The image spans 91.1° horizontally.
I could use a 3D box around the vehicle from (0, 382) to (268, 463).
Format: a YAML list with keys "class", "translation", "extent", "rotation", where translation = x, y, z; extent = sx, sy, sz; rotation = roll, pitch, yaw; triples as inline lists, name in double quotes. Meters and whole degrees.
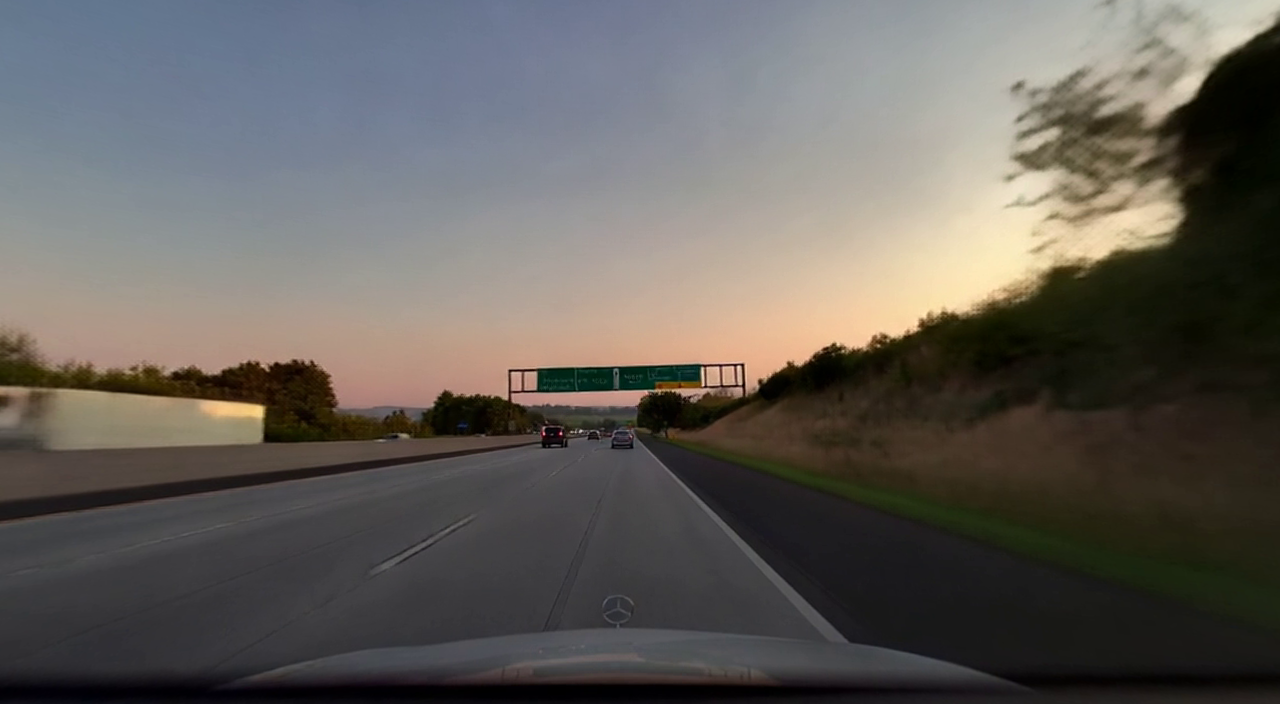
- class: "vehicle"
  translation: [-23.834, 3.552, 30.901]
  extent: [3.023, 3.075, 13.424]
  rotation: [0, -7, -1]
